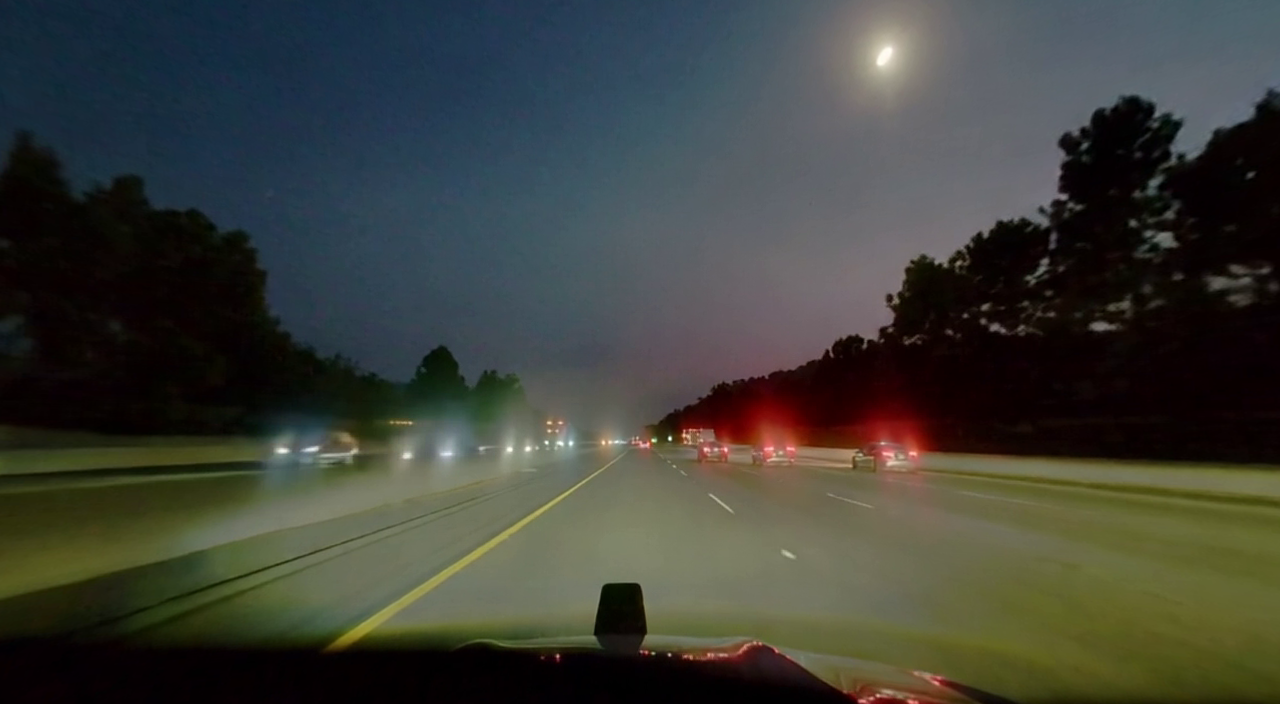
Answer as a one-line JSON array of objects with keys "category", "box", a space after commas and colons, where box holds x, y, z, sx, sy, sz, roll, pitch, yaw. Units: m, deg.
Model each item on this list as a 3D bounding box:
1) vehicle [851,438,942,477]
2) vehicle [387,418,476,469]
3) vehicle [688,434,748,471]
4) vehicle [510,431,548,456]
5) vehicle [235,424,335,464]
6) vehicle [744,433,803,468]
[{"category": "vehicle", "box": [10.638, 4.391, 26.553, 1.970, 1.479, 4.480, 0, -8, 0]}, {"category": "vehicle", "box": [-6.920, 3.088, 21.300, 1.682, 1.546, 3.711, 0, -8, 1]}, {"category": "vehicle", "box": [3.671, 4.814, 30.478, 2.326, 1.644, 4.206, 0, -8, -1]}, {"category": "vehicle", "box": [-6.351, 5.308, 36.516, 1.511, 1.402, 3.426, 0, -8, 1]}, {"category": "vehicle", "box": [-13.923, 3.645, 24.995, 1.799, 1.457, 3.669, 0, -8, 1]}, {"category": "vehicle", "box": [7.248, 5.392, 34.670, 2.178, 1.749, 4.570, 0, -8, -1]}]
